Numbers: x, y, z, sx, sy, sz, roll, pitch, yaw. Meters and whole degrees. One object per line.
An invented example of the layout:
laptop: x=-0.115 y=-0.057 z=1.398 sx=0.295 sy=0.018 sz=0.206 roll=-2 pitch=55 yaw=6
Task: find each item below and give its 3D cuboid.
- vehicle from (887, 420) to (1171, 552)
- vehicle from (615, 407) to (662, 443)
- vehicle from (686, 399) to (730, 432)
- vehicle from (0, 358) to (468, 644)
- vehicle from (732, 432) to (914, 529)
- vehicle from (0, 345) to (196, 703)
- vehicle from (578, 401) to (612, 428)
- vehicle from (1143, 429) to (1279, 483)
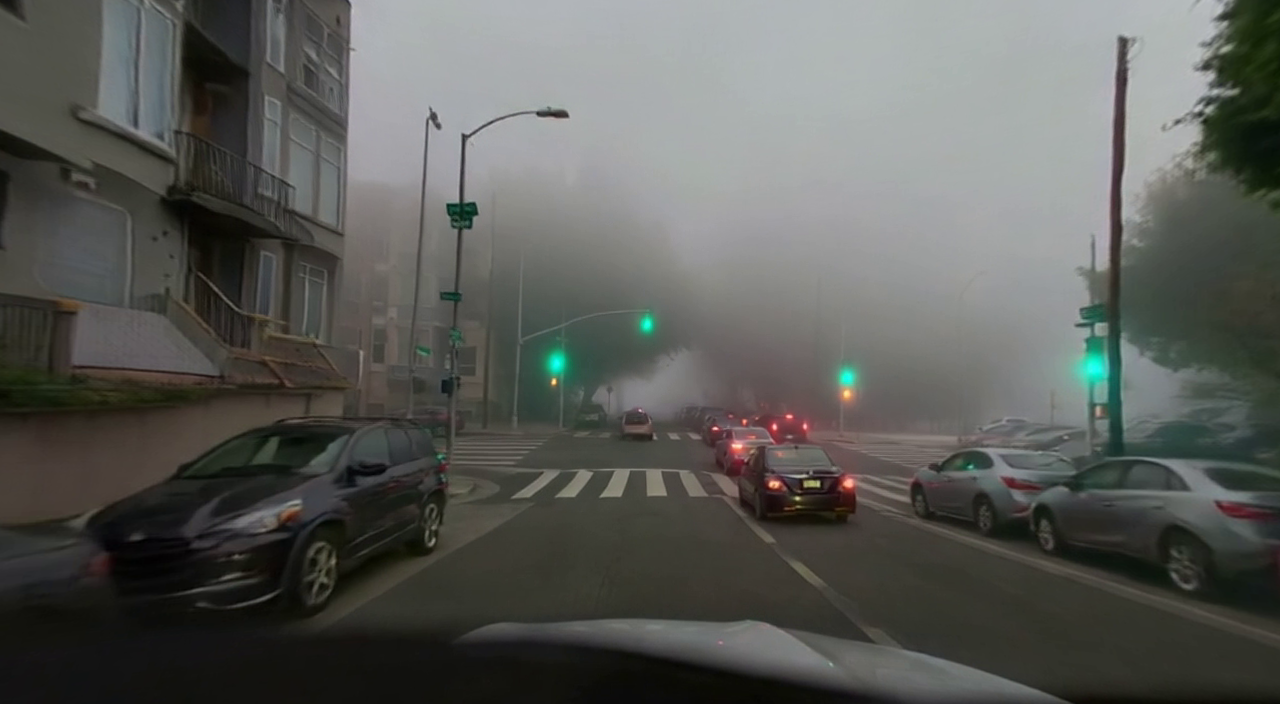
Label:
vehicle: x=6.111 y=2.137 z=10.772 sx=1.999 sy=1.752 sz=4.502 roll=0 pitch=-9 yaw=1
vehicle: x=-0.036 y=3.217 z=27.963 sx=1.923 sy=1.460 sz=3.923 roll=0 pitch=-6 yaw=1
vehicle: x=3.834 y=3.724 z=36.355 sx=2.093 sy=1.655 sz=4.327 roll=0 pitch=-9 yaw=1
vehicle: x=-3.539 y=1.325 z=6.600 sx=2.016 sy=1.885 sz=4.723 roll=0 pitch=-9 yaw=1
vehicle: x=3.121 y=2.310 z=11.955 sx=2.055 sy=1.450 sz=4.676 roll=0 pitch=-9 yaw=0
vehicle: x=-3.509 y=0.657 z=1.335 sx=1.922 sy=1.704 sz=4.398 roll=0 pitch=-9 yaw=-1
vehicle: x=-2.733 y=3.938 z=39.200 sx=1.878 sy=1.521 sz=3.697 roll=0 pitch=-9 yaw=-1
vehicle: x=19.155 y=3.326 z=20.268 sx=4.132 sy=1.618 sz=1.978 roll=0 pitch=-9 yaw=2
